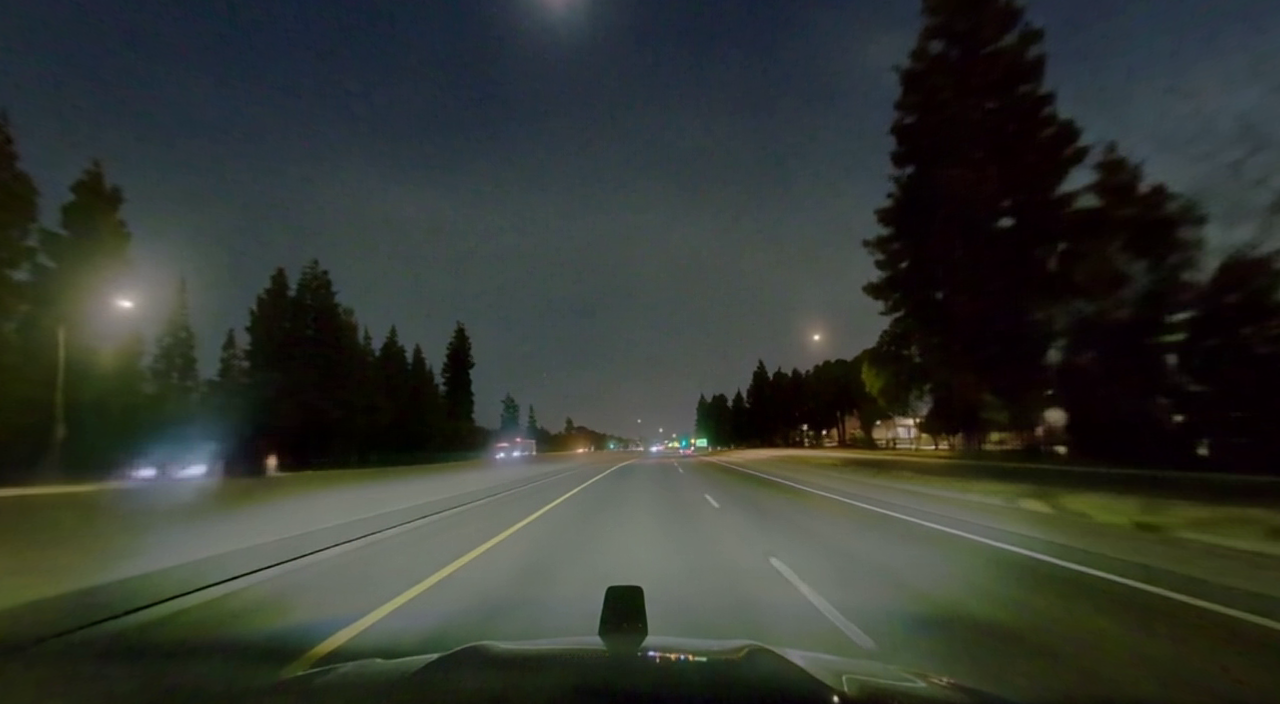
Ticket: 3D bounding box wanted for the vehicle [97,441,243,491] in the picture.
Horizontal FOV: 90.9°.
[{"bbox_3d":[-17.912,4.330,24.390,1.970,1.719,4.579,-1,-9,2],"label":"vehicle"}]
